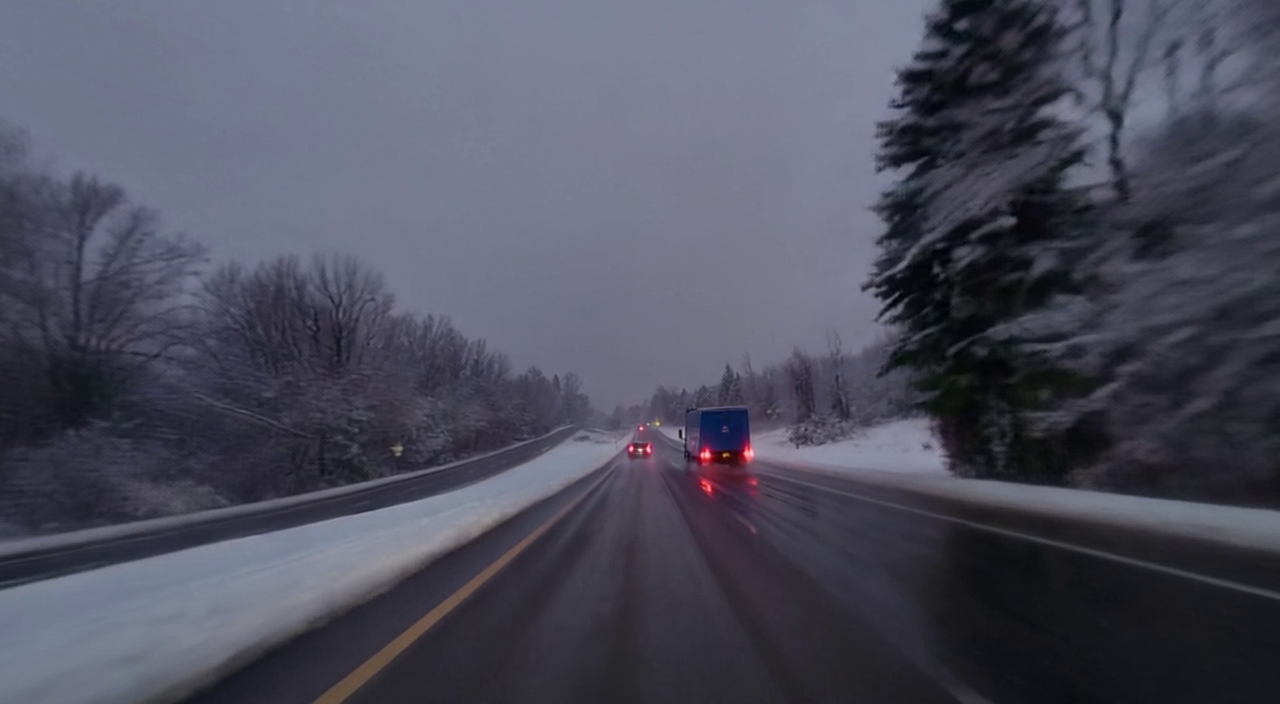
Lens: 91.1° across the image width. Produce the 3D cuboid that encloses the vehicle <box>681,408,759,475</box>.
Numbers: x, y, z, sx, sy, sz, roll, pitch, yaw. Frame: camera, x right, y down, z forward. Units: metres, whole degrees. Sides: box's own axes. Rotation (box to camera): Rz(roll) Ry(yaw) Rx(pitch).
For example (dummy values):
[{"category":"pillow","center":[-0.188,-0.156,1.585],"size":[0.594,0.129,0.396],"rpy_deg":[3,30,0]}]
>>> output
[{"category":"vehicle","center":[4.101,4.889,34.211],"size":[3.015,3.211,7.982],"rpy_deg":[0,-8,-1]}]

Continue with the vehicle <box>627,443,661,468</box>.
[{"category":"vehicle","center":[0.265,6.895,41.921],"size":[2.170,1.544,4.373],"rpy_deg":[0,-8,0]}]
